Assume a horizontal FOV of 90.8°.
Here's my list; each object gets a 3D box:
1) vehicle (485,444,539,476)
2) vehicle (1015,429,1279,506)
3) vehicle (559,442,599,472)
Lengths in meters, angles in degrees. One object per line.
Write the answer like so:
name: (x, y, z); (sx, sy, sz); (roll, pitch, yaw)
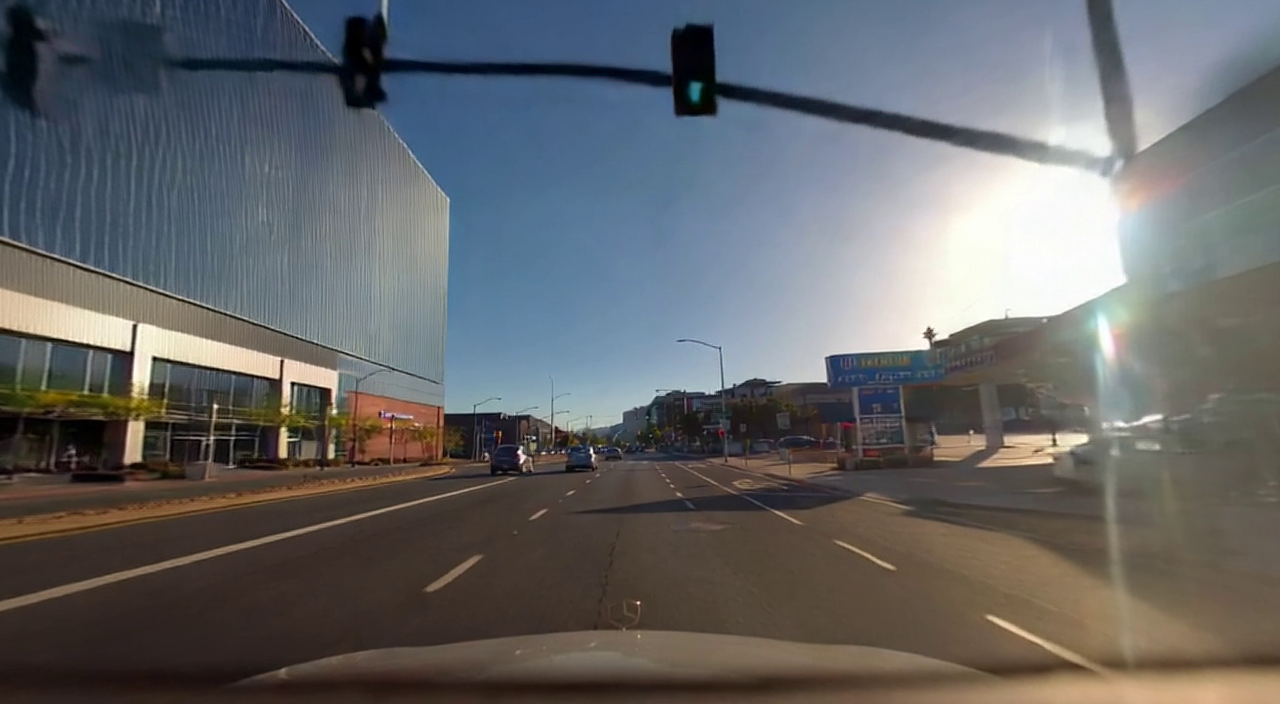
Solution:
vehicle: (-6.831, 5.780, 34.087); (1.909, 1.605, 4.561); (0, -9, 1)
vehicle: (11.265, 2.531, 14.029); (4.513, 1.541, 1.948); (-1, -9, 6)
vehicle: (-3.747, 6.535, 39.364); (2.052, 1.729, 4.195); (0, -9, 1)
